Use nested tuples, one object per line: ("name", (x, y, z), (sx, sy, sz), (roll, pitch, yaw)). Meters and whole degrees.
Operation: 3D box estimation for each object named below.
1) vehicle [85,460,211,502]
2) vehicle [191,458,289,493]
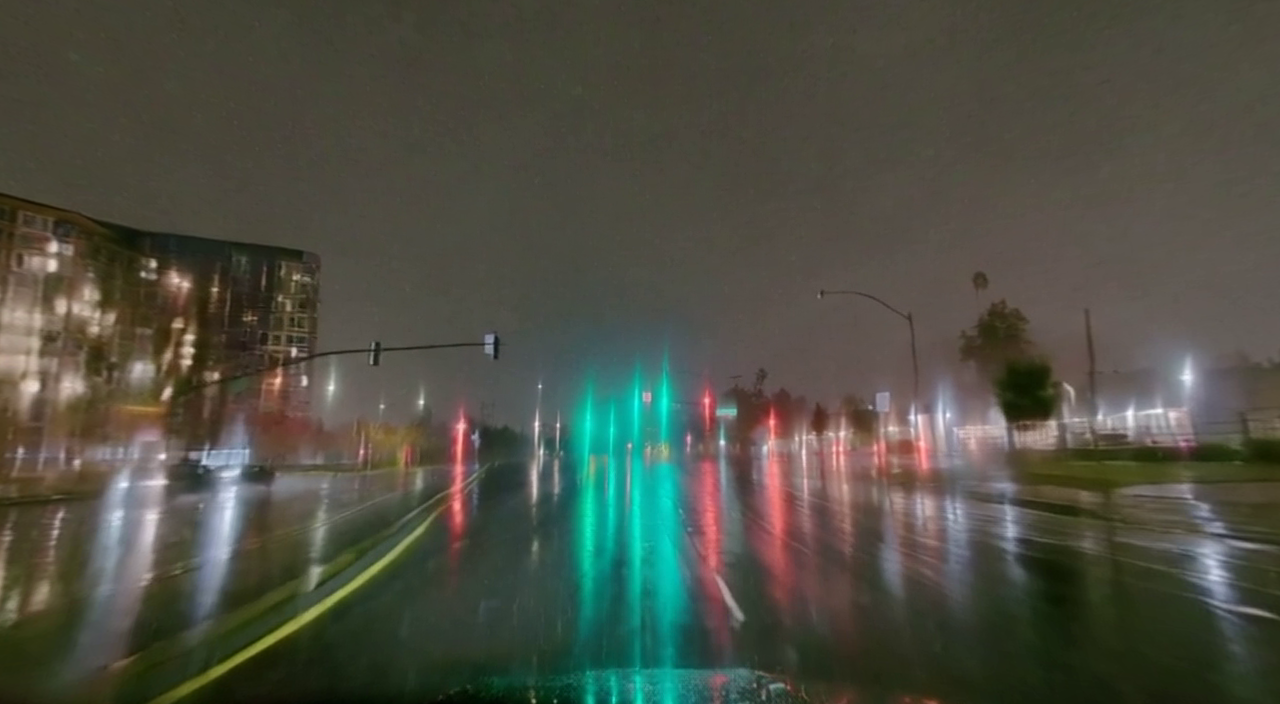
("vehicle", (-19.926, 5.201, 25.822), (1.713, 1.499, 4.040), (-1, -9, 3))
("vehicle", (-19.750, 6.082, 31.469), (1.911, 1.458, 4.547), (-1, -8, 0))
